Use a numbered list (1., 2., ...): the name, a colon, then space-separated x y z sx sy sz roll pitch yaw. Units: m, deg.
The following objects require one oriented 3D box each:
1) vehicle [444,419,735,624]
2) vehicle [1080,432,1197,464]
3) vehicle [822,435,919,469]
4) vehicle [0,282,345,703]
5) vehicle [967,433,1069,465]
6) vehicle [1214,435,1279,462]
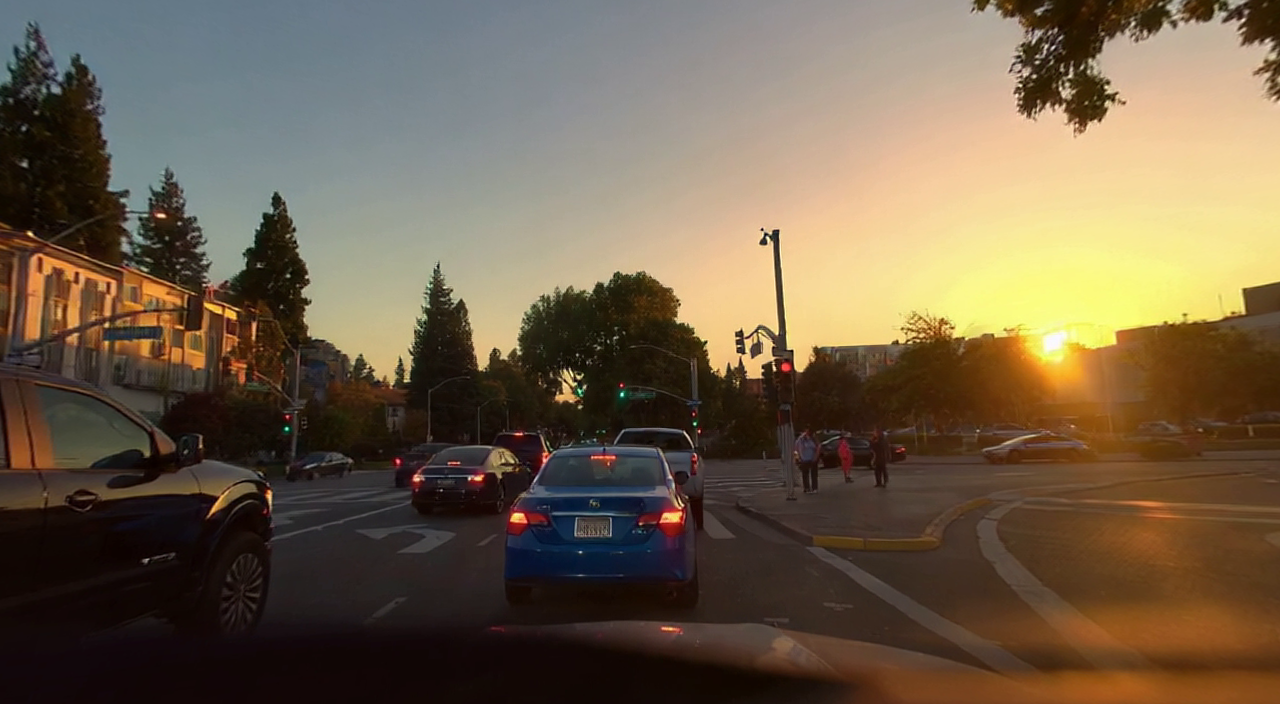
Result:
1. vehicle: -0.375 1.593 6.947 2.144 1.497 4.446 0 -9 0
2. vehicle: 28.933 5.577 36.712 4.967 1.794 2.044 0 -9 2
3. vehicle: 12.200 5.341 33.624 4.394 1.724 1.886 0 -9 1
4. vehicle: -3.687 0.750 2.822 2.202 1.961 4.980 0 -9 1
5. vehicle: 21.939 5.658 36.709 4.529 1.786 2.110 0 -9 2
6. vehicle: 36.257 5.519 36.144 4.643 1.464 1.840 0 -9 2
